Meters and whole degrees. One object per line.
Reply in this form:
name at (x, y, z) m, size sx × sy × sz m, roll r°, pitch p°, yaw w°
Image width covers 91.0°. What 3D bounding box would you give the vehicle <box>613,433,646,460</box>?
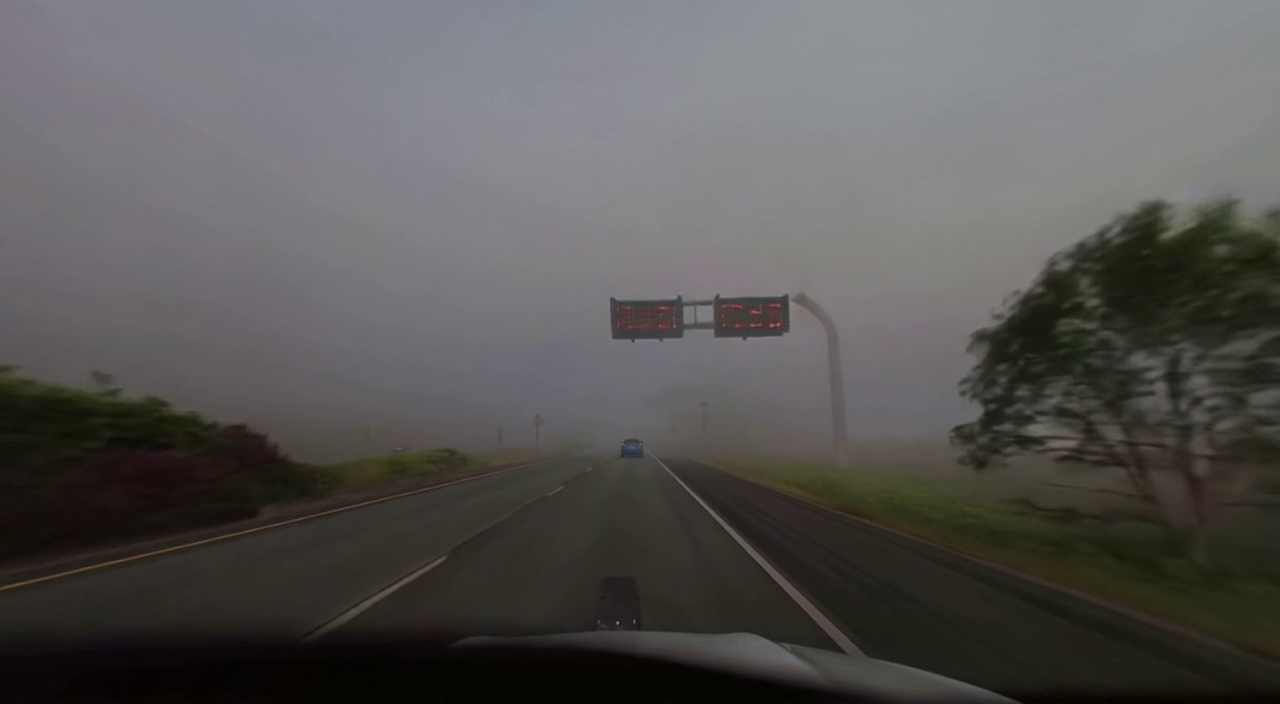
vehicle at (-0.736, 6.461, 43.182) m, size 2.180 × 1.717 × 4.139 m, roll 0°, pitch -8°, yaw -1°
